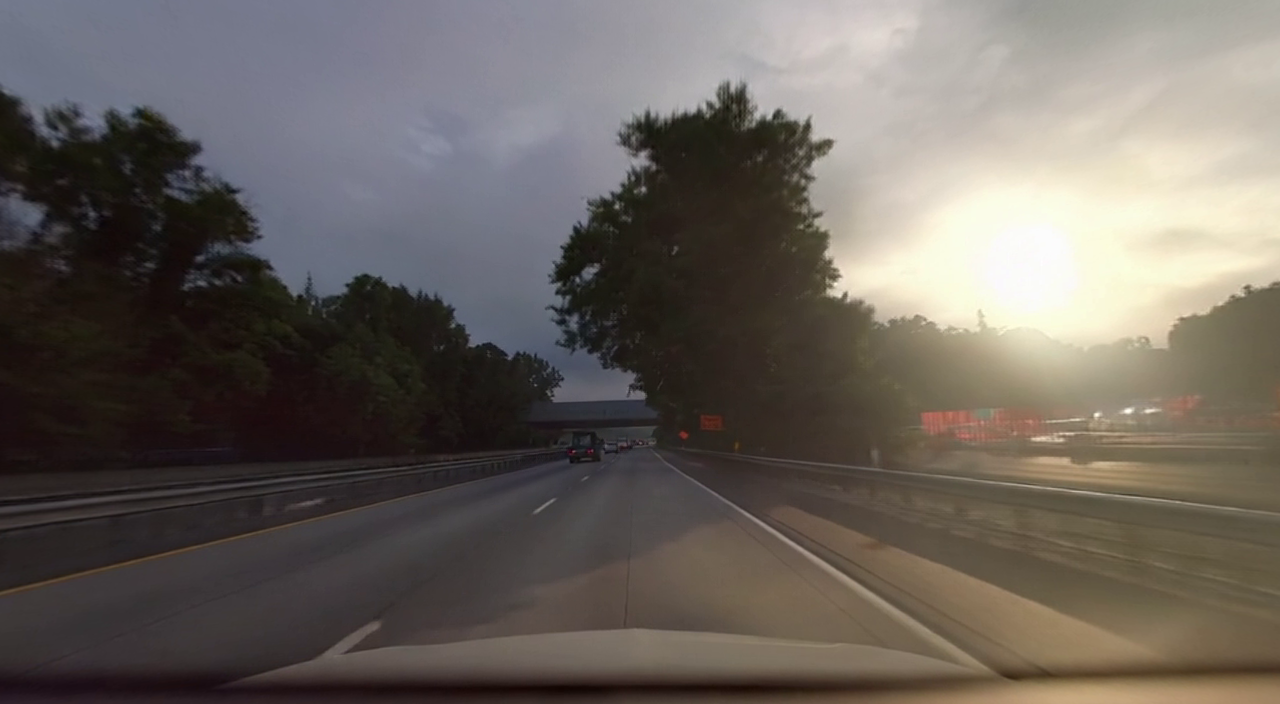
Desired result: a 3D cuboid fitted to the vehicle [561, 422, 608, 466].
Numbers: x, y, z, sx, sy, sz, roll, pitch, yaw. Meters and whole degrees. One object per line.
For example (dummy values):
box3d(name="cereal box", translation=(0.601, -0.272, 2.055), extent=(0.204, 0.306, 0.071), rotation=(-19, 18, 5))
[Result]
box3d(name="vehicle", translation=(-3.477, 5.910, 40.466), extent=(2.484, 2.625, 5.907), rotation=(0, -8, 0))
